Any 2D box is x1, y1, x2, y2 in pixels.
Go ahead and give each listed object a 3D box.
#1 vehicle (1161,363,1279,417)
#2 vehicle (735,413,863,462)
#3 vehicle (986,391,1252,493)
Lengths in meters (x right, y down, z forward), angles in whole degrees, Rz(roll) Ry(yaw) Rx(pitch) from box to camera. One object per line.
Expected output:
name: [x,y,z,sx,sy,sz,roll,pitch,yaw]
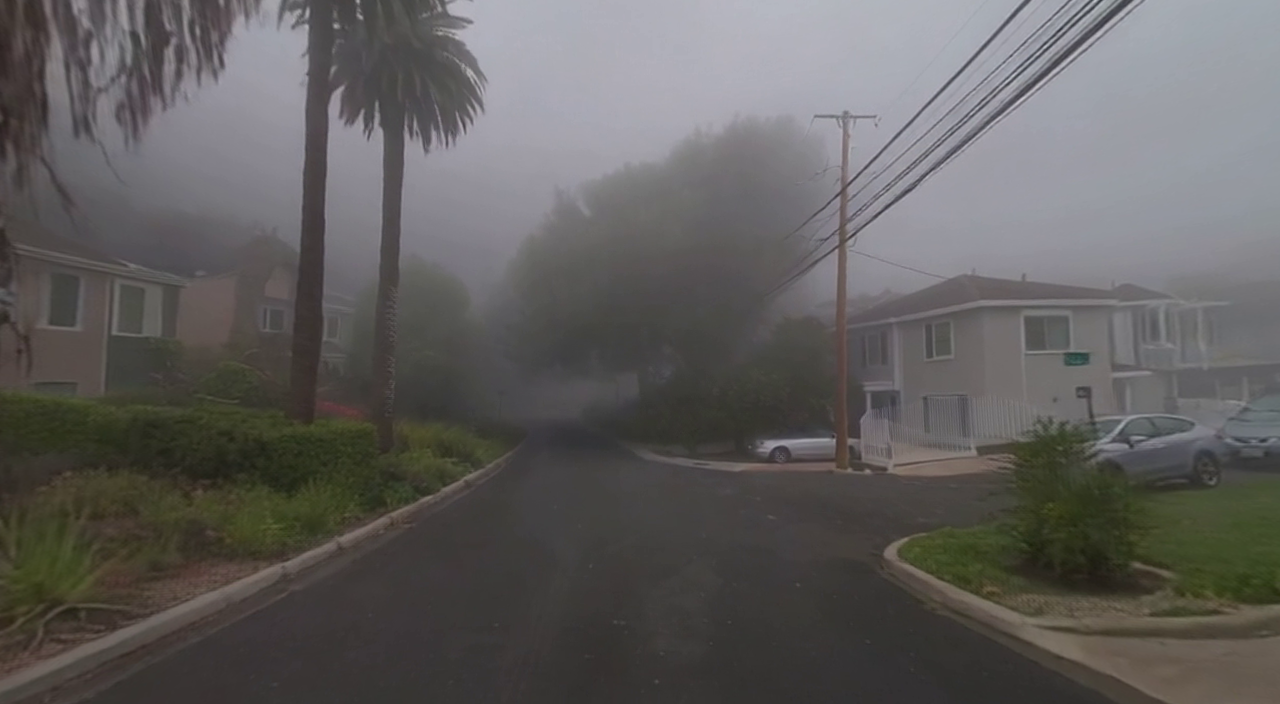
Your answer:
vehicle: [24.371,1.641,25.925,4.980,1.925,2.001,3,-9,-19]
vehicle: [7.359,3.998,29.020,5.663,1.913,2.170,6,-11,-26]
vehicle: [10.387,2.017,13.814,4.443,1.948,2.230,2,-11,-16]
